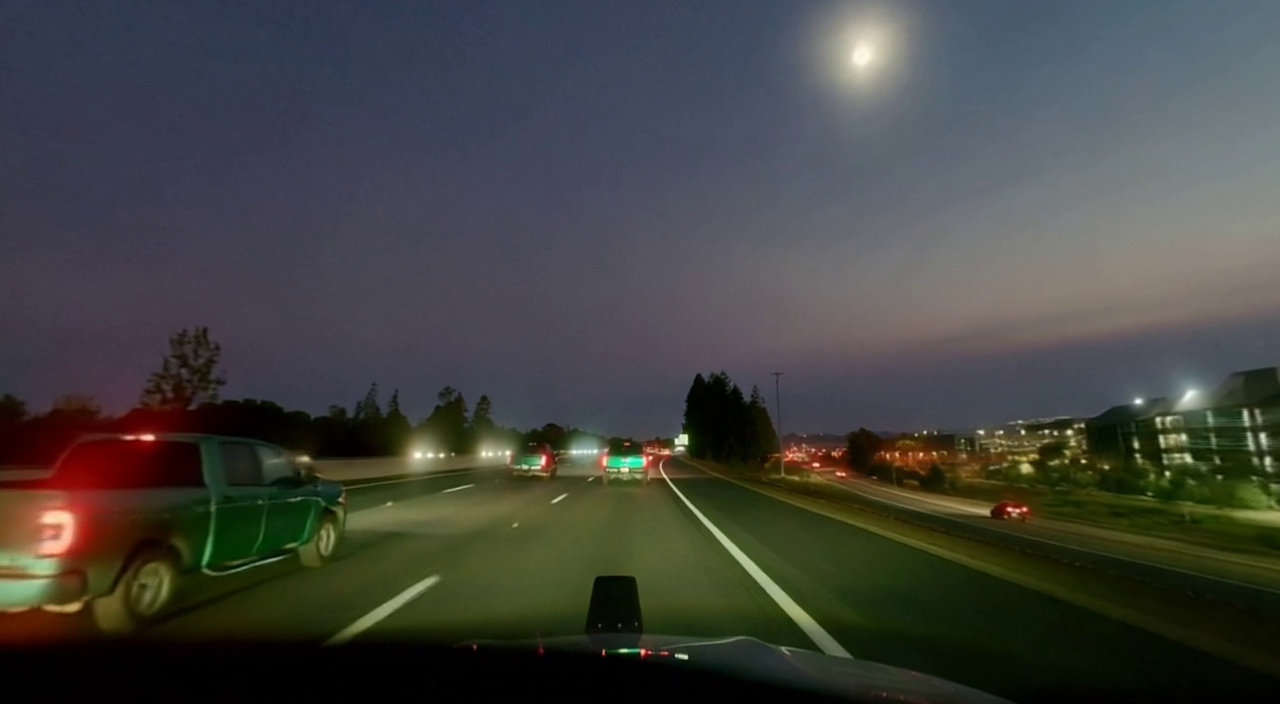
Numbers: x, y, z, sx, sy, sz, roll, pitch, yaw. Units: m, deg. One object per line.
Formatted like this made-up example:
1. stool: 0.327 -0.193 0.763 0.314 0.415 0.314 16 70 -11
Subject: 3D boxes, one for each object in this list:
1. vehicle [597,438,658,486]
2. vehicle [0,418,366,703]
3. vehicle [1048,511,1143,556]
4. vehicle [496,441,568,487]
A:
1. vehicle: -0.428 4.480 26.080 2.293 1.753 4.380 0 -8 1
2. vehicle: -4.150 1.352 5.050 1.936 1.470 4.402 0 -8 0
3. vehicle: 23.707 9.440 33.118 1.956 1.594 4.425 0 -8 4
4. vehicle: -4.352 4.575 26.282 2.038 1.704 5.181 0 -8 1
